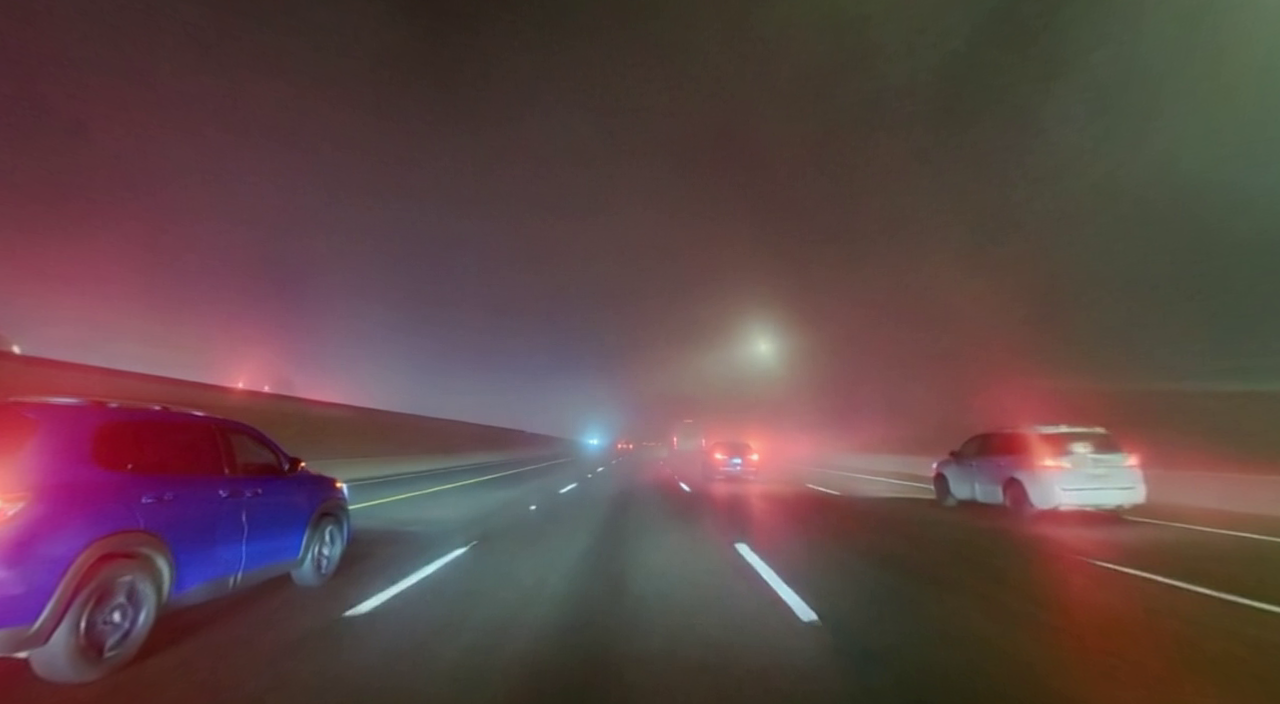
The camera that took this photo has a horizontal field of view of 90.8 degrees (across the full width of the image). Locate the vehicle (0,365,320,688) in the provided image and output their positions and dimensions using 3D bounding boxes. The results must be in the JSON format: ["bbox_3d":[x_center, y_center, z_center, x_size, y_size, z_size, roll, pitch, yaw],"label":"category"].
[{"bbox_3d":[-4.297,1.053,4.300,2.000,1.646,4.201,0,-8,0],"label":"vehicle"}]

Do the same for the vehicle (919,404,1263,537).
[{"bbox_3d":[6.960,1.898,10.697,2.184,1.712,4.856,0,-8,-1],"label":"vehicle"}]

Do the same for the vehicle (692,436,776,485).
[{"bbox_3d":[3.154,3.761,22.299,2.108,1.509,5.059,0,-8,-1],"label":"vehicle"}]

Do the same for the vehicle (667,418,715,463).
[{"bbox_3d":[3.283,5.926,42.162,2.629,2.718,6.740,0,-8,0],"label":"vehicle"}]
